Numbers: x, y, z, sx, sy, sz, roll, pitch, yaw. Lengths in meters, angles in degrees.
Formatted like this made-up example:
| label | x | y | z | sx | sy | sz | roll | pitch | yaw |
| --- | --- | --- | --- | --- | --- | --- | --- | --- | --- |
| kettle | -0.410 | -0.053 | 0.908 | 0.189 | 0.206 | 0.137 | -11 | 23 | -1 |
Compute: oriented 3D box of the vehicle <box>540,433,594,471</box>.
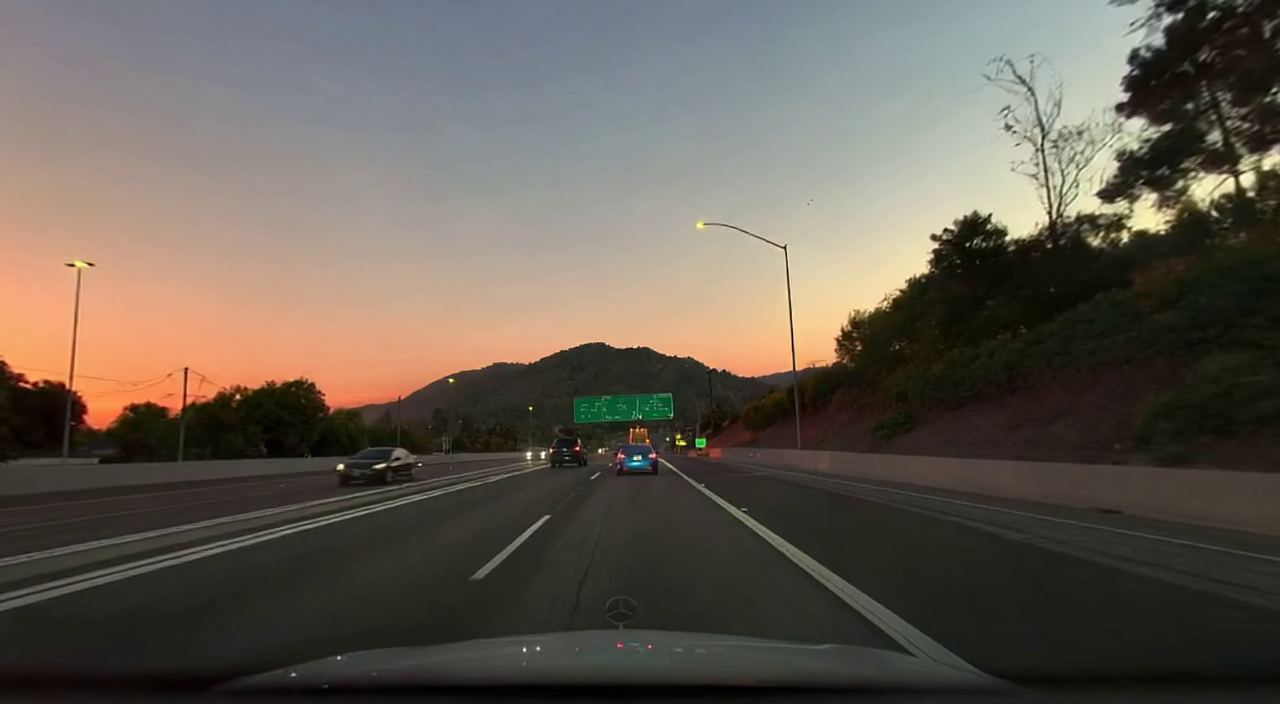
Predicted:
| label | x | y | z | sx | sy | sz | roll | pitch | yaw |
| --- | --- | --- | --- | --- | --- | --- | --- | --- | --- |
| vehicle | -3.788 | 5.320 | 33.676 | 2.264 | 1.901 | 4.647 | 0 | -9 | 1 |

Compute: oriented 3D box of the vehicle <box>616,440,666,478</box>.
| label | x | y | z | sx | sy | sz | roll | pitch | yaw |
| --- | --- | --- | --- | --- | --- | --- | --- | --- | --- |
| vehicle | 0.064 | 4.808 | 28.566 | 2.086 | 1.548 | 4.325 | 0 | -9 | 0 |

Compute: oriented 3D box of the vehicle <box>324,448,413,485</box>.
| label | x | y | z | sx | sy | sz | roll | pitch | yaw |
| --- | --- | --- | --- | --- | --- | --- | --- | --- | --- |
| vehicle | -13.099 | 5.508 | 30.810 | 2.056 | 1.643 | 4.838 | 0 | -9 | 2 |
